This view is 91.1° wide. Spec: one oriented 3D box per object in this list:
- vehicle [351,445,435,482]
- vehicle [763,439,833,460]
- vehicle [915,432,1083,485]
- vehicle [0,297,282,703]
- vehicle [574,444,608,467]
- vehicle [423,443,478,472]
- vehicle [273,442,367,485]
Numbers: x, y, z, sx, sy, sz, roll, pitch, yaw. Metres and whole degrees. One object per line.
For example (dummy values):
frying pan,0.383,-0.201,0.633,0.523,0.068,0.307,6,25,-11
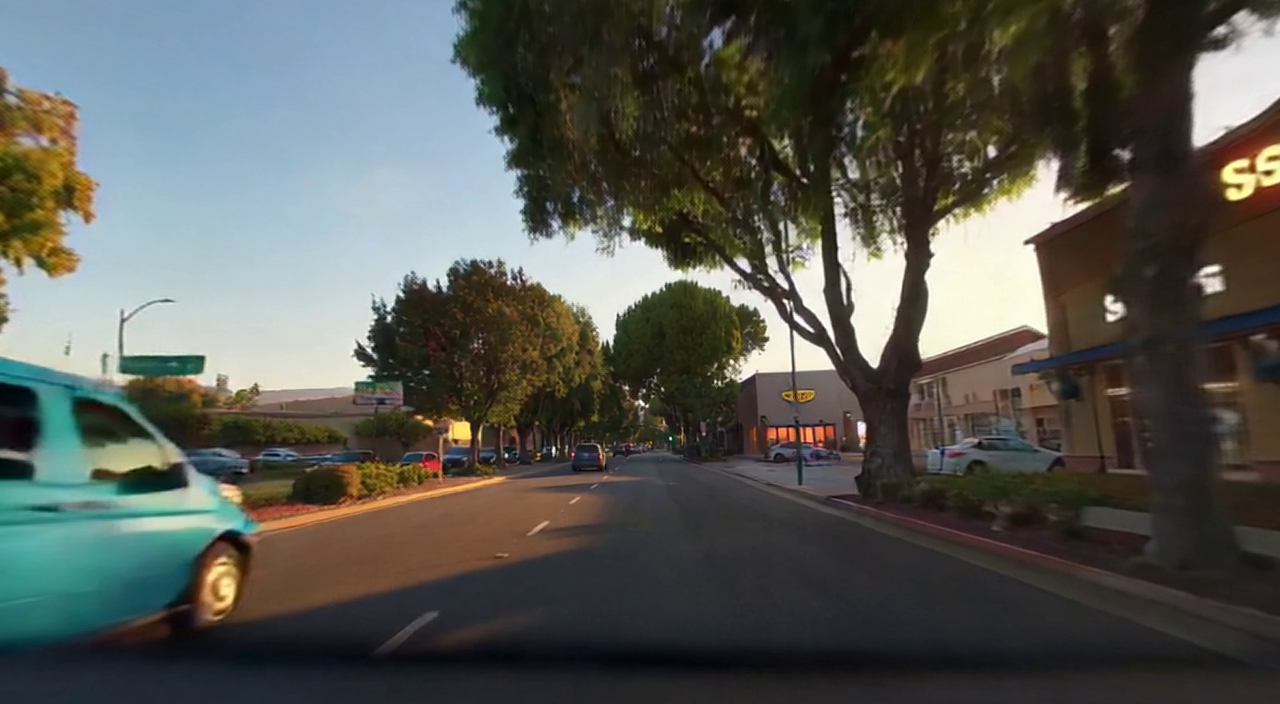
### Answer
vehicle,-12.070,5.451,31.075,2.024,1.656,4.837,-1,-8,2
vehicle,11.488,7.095,45.850,4.607,1.471,1.982,0,-8,-2
vehicle,10.938,3.268,19.379,3.935,1.518,1.985,0,-8,-1
vehicle,-3.966,0.708,2.499,2.152,1.987,4.952,0,-8,-1
vehicle,-3.337,7.157,43.441,1.966,1.481,4.385,0,-8,0
vehicle,-11.534,6.422,38.473,2.044,1.649,4.211,0,-8,0
vehicle,-15.121,5.263,30.020,1.936,1.813,4.921,-1,-8,0
